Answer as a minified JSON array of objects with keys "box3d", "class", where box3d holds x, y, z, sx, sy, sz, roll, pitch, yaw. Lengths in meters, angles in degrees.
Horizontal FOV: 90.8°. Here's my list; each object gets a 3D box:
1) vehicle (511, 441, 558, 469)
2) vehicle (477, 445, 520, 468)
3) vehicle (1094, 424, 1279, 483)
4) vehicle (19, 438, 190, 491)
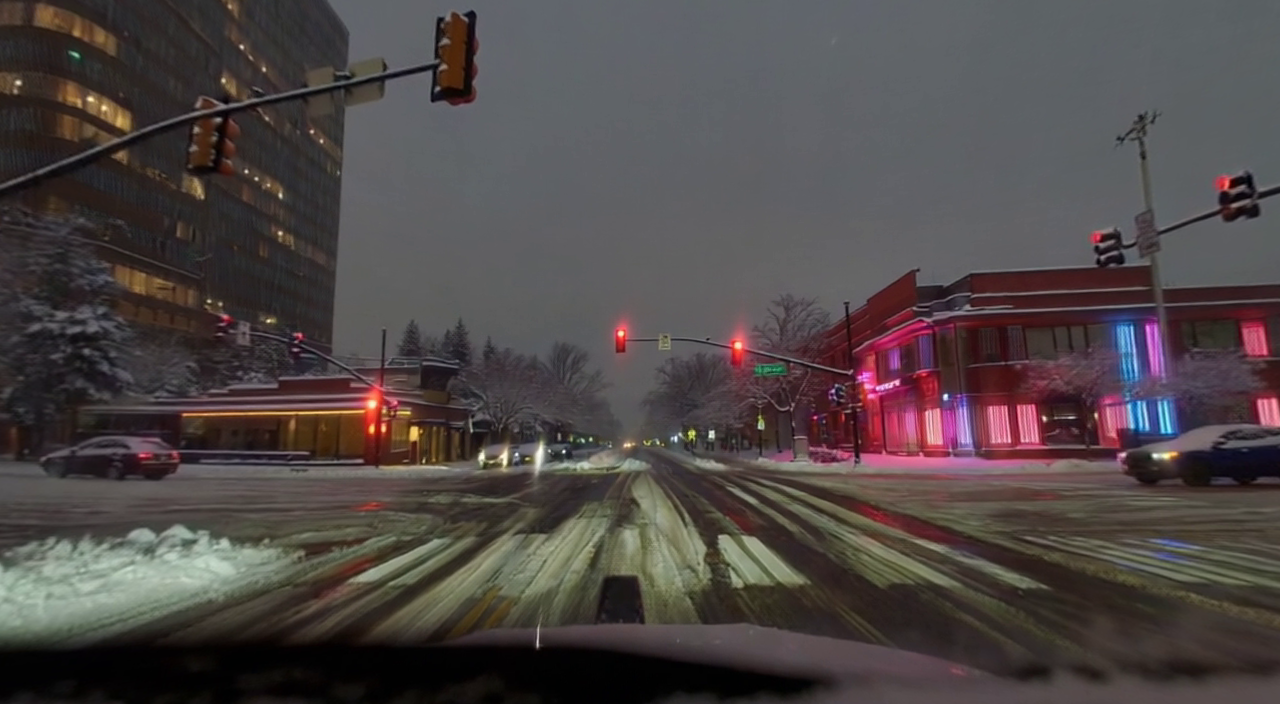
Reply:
[{"box3d":[-6.793,6.659,41.035,2.181,1.703,4.512,0,-8,1],"class":"vehicle"},{"box3d":[-9.869,7.321,44.393,2.106,1.505,4.228,0,-8,0],"class":"vehicle"},{"box3d":[15.409,2.718,17.038,4.651,1.463,1.880,-1,-9,9],"class":"vehicle"},{"box3d":[-21.150,4.416,25.045,5.161,1.910,2.275,-2,-9,11],"class":"vehicle"}]
